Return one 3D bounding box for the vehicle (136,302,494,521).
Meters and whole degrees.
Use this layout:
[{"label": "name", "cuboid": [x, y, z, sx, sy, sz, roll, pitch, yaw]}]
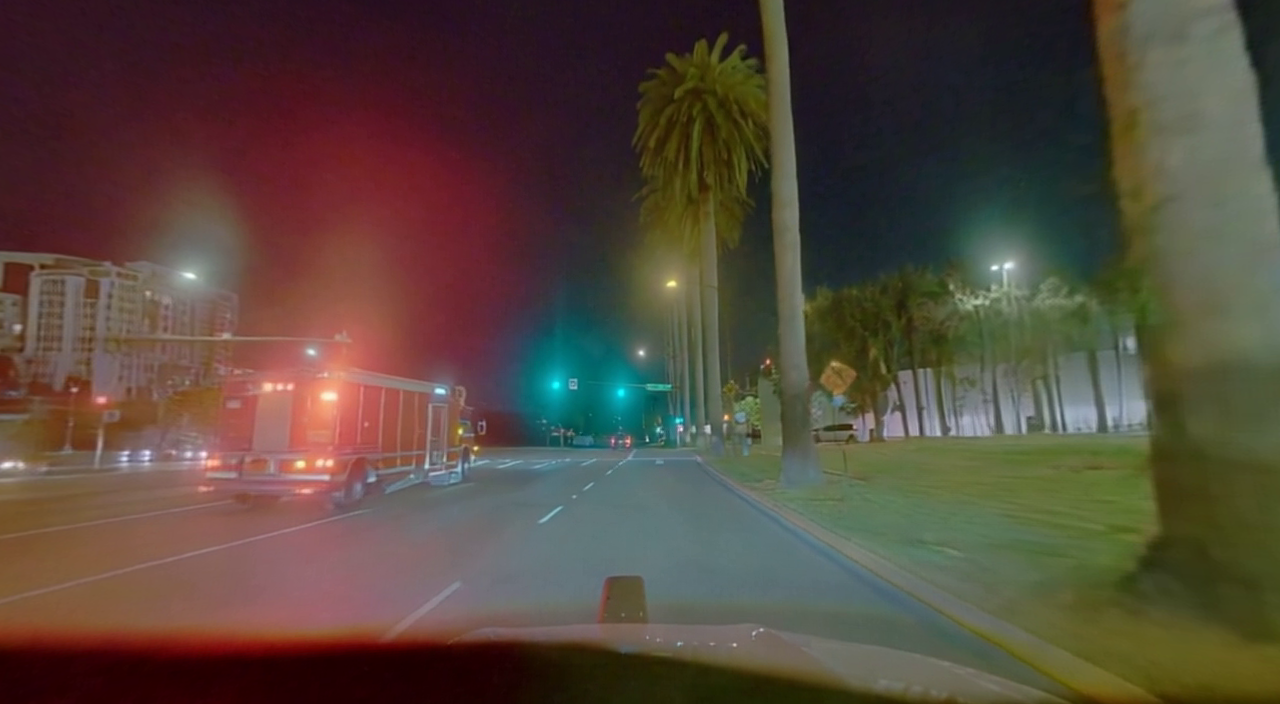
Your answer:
[{"label": "vehicle", "cuboid": [-6.845, 1.826, 16.558, 3.008, 3.730, 11.786, 0, -8, 1]}]
